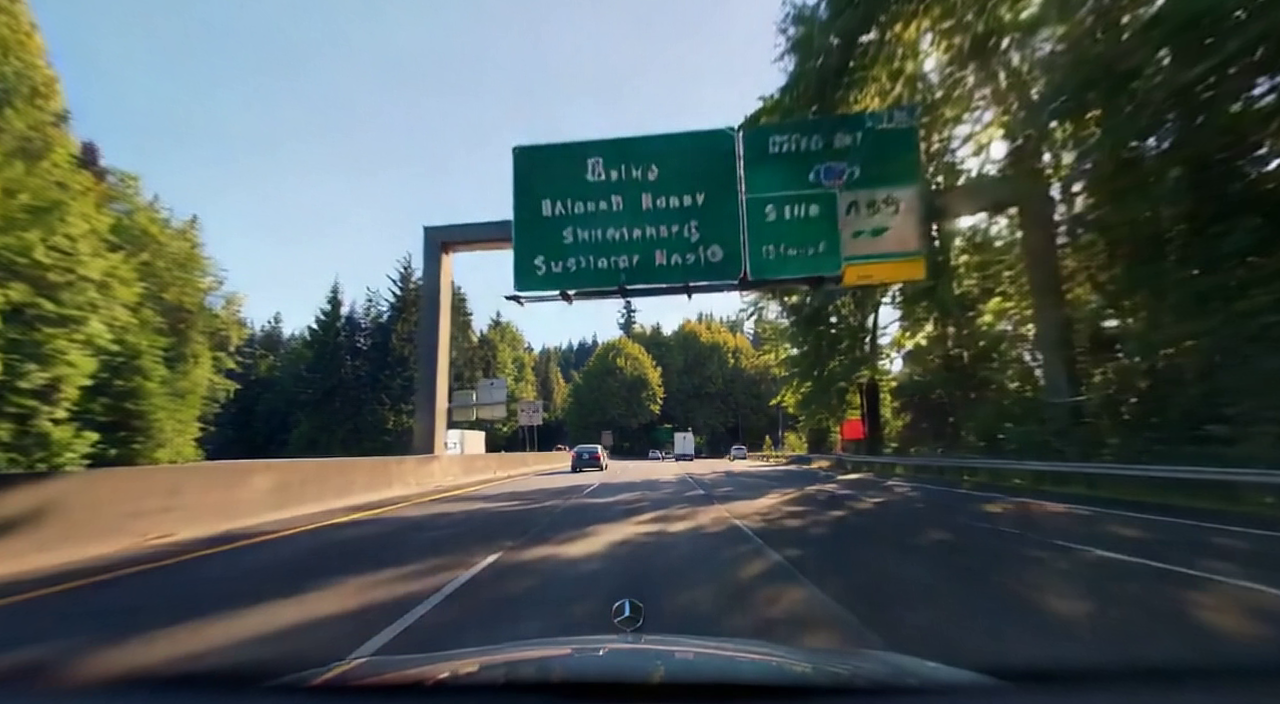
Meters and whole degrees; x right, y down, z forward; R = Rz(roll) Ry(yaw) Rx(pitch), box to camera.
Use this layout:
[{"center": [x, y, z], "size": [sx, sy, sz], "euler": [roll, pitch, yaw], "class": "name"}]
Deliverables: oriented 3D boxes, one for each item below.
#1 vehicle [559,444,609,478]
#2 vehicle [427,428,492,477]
[{"center": [-2.853, 5.672, 33.125], "size": [2.086, 1.650, 4.122], "euler": [0, -9, 2], "class": "vehicle"}, {"center": [-13.343, 7.502, 47.274], "size": [2.450, 3.334, 7.290], "euler": [0, -9, 2], "class": "vehicle"}]
